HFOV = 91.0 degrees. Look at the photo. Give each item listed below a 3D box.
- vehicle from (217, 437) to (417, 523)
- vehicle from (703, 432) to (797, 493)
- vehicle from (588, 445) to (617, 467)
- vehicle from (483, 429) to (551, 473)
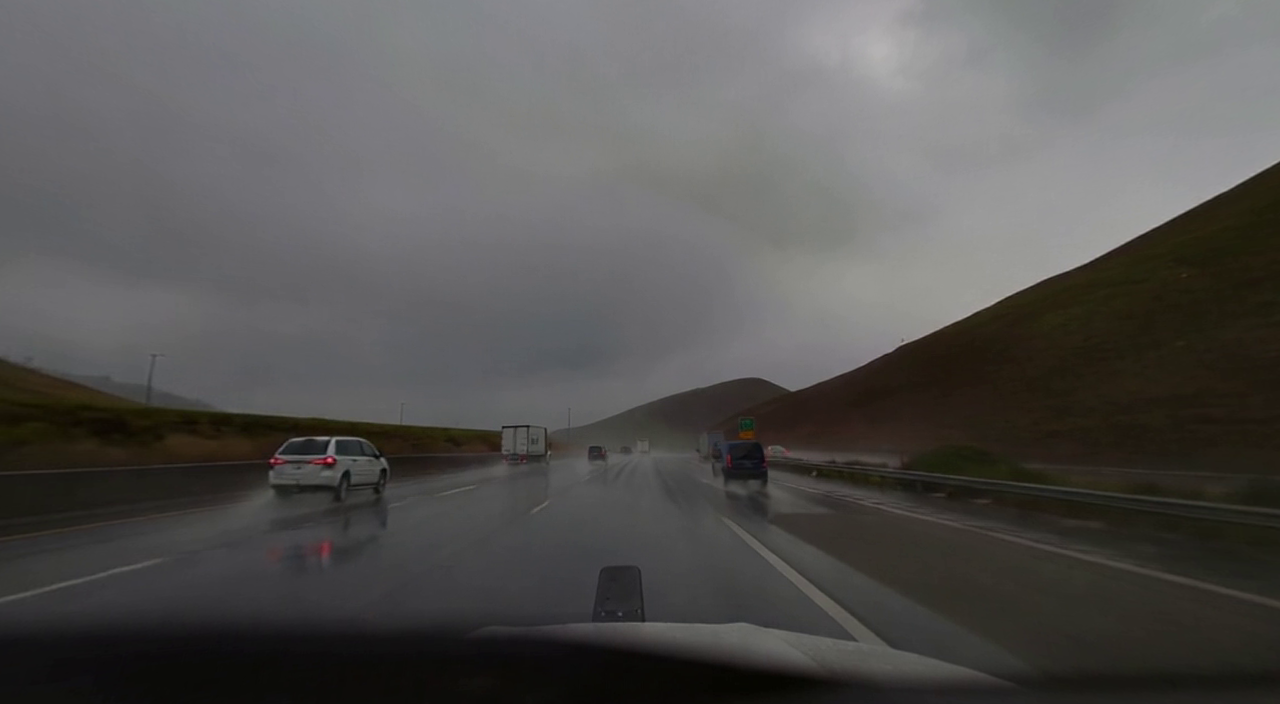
[{"bbox_3d":[-6.787,2.724,14.032,1.935,1.550,4.883,0,-9,-1],"label":"vehicle"},{"bbox_3d":[3.465,3.604,20.851,2.231,1.789,4.700,0,-9,0],"label":"vehicle"},{"bbox_3d":[-2.850,7.943,48.345,2.009,1.593,4.378,0,-9,0],"label":"vehicle"},{"bbox_3d":[-7.627,6.308,40.114,2.937,2.509,7.090,0,-9,-1],"label":"vehicle"}]
